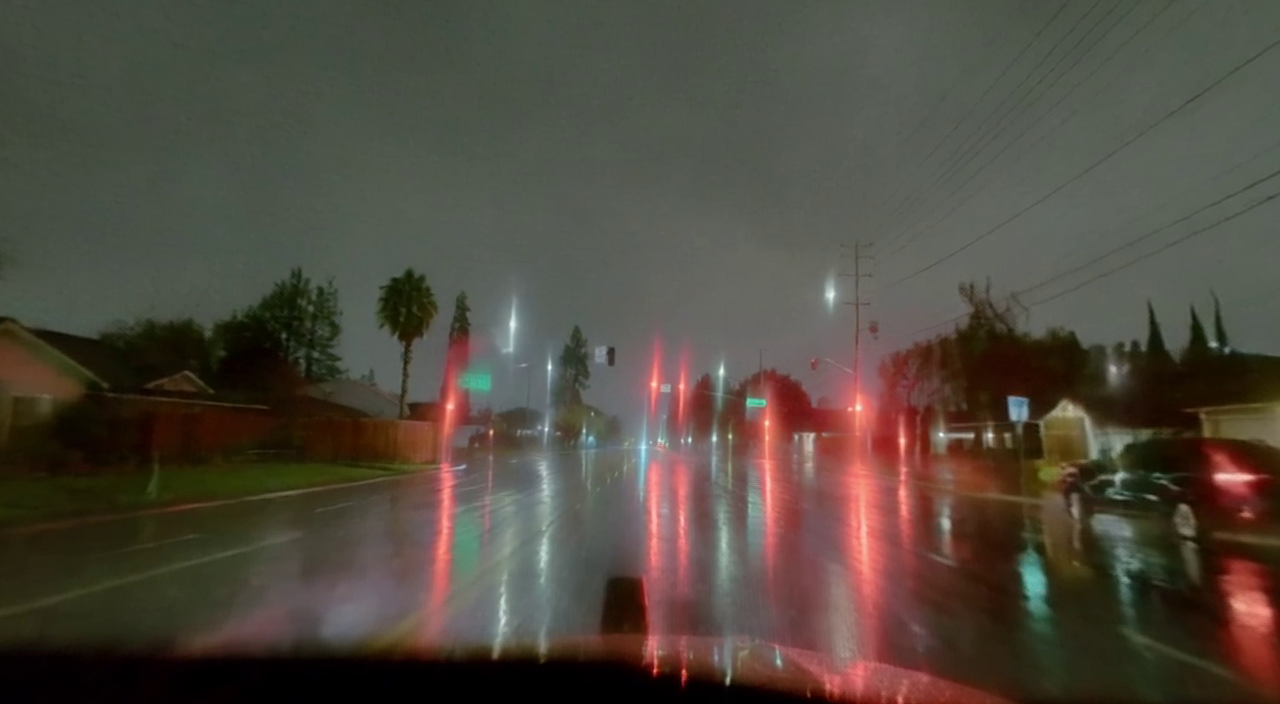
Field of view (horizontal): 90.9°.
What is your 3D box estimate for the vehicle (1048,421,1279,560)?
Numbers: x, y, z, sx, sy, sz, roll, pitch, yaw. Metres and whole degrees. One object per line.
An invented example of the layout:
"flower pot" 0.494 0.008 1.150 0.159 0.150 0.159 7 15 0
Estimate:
"vehicle" 9.422 2.127 10.428 2.170 1.771 4.908 0 -8 3
